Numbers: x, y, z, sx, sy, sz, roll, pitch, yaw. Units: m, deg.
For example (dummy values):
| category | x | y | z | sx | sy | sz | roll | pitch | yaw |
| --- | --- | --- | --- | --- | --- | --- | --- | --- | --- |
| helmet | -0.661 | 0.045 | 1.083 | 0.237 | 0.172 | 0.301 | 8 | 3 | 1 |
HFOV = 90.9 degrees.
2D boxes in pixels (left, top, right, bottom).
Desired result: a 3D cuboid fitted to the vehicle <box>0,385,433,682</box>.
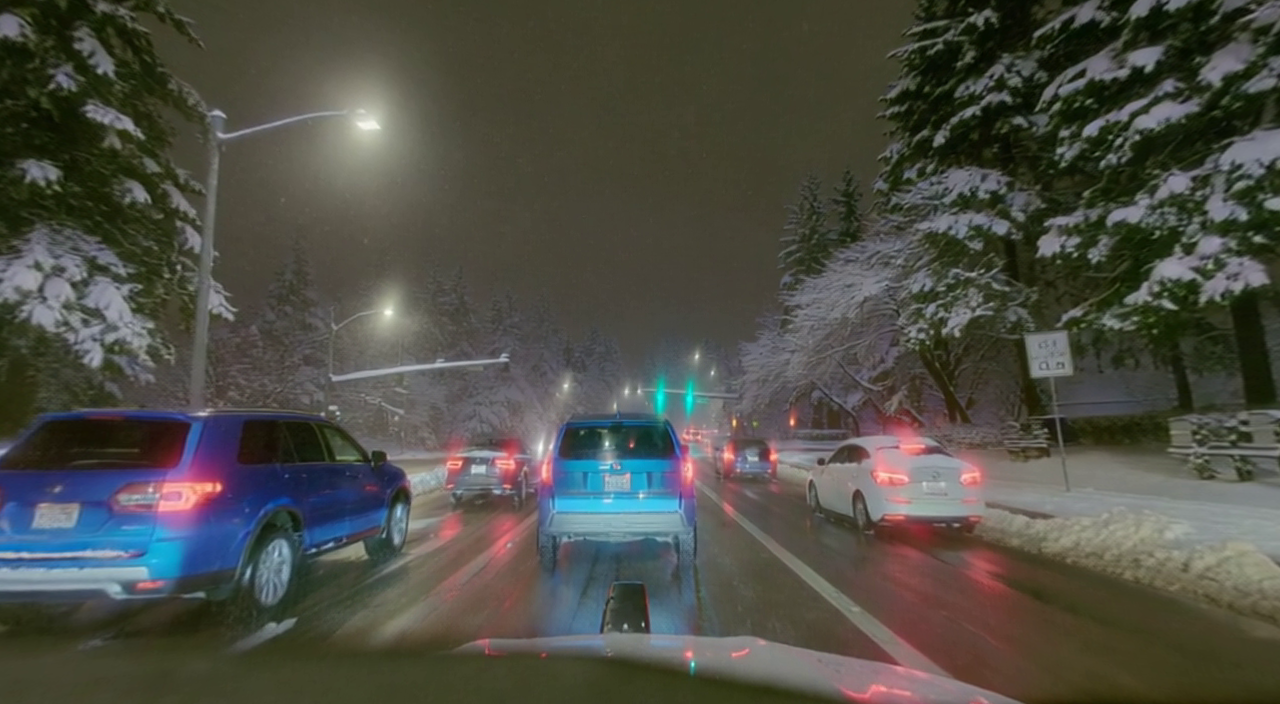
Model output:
| category | x | y | z | sx | sy | sz | roll | pitch | yaw |
| --- | --- | --- | --- | --- | --- | --- | --- | --- | --- |
| vehicle | -3.702 | 1.364 | 5.858 | 2.039 | 1.709 | 4.265 | 0 | -8 | 1 |

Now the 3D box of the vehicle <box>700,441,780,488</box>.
| category | x | y | z | sx | sy | sz | roll | pitch | yaw |
| --- | --- | --- | --- | --- | --- | --- | --- | --- | --- |
| vehicle | 3.304 | 3.823 | 21.765 | 1.996 | 1.443 | 4.270 | 0 | -8 | -1 |

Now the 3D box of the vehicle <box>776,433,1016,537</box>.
| category | x | y | z | sx | sy | sz | roll | pitch | yaw |
| --- | --- | --- | --- | --- | --- | --- | --- | --- | --- |
| vehicle | 4.261 | 2.276 | 11.554 | 2.036 | 1.480 | 4.659 | 1 | -8 | -6 |

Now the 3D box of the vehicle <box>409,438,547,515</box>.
| category | x | y | z | sx | sy | sz | roll | pitch | yaw |
| --- | --- | --- | --- | --- | --- | --- | --- | --- | --- |
| vehicle | -3.452 | 2.728 | 14.347 | 1.897 | 1.479 | 4.204 | 0 | -8 | 2 |

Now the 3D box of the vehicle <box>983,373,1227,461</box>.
| category | x | y | z | sx | sy | sz | roll | pitch | yaw |
| --- | --- | --- | --- | --- | --- | --- | --- | --- | --- |
| vehicle | 17.858 | 2.571 | 24.573 | 7.314 | 3.230 | 2.680 | 0 | -8 | -2 |

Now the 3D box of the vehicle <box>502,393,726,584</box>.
| category | x | y | z | sx | sy | sz | roll | pitch | yaw |
| --- | --- | --- | --- | --- | --- | --- | --- | --- | --- |
| vehicle | -0.224 | 1.639 | 8.356 | 2.132 | 1.816 | 4.471 | 0 | -8 | 1 |
